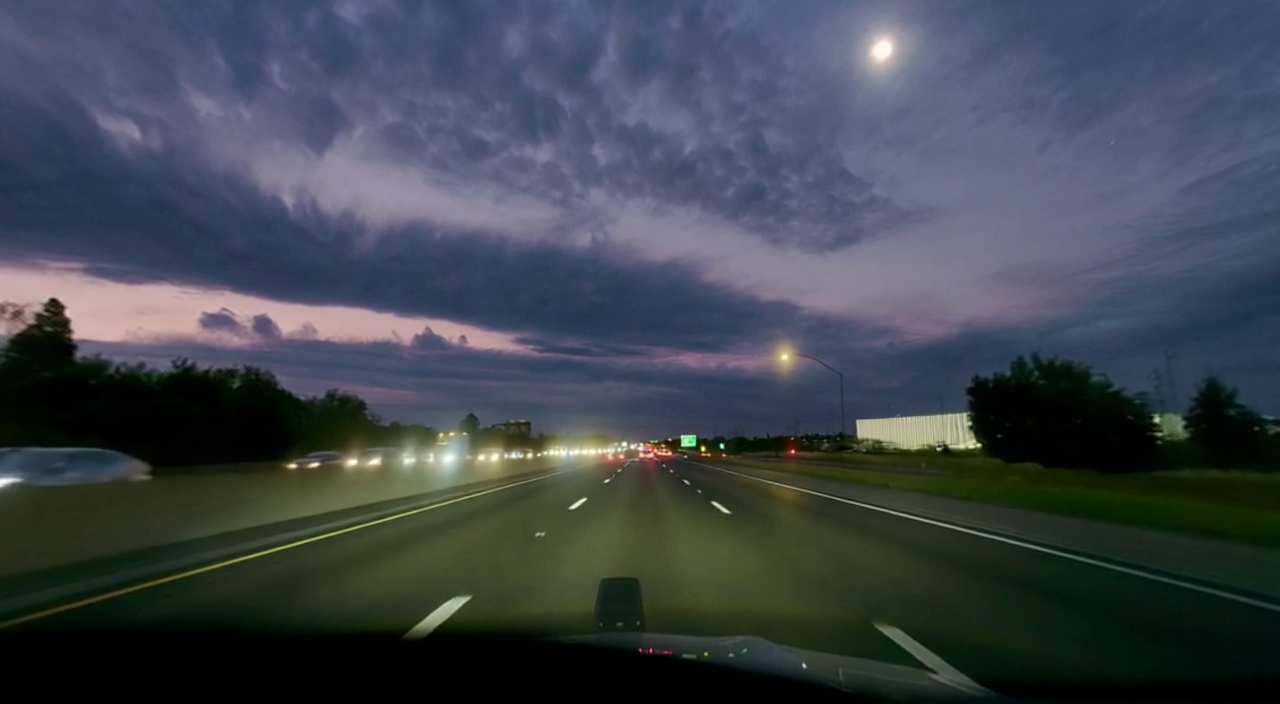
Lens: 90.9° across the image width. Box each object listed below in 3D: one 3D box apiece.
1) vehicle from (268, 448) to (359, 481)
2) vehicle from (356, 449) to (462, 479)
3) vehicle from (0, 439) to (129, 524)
[{"bbox_3d":[-15.975,5.504,31.180,1.852,1.497,4.879,0,-9,0],"label":"vehicle"},{"bbox_3d":[-11.774,5.744,32.448,4.746,1.457,1.988,1,-9,-7],"label":"vehicle"},{"bbox_3d":[-11.932,2.319,11.412,1.801,1.449,4.143,0,-9,1],"label":"vehicle"}]
